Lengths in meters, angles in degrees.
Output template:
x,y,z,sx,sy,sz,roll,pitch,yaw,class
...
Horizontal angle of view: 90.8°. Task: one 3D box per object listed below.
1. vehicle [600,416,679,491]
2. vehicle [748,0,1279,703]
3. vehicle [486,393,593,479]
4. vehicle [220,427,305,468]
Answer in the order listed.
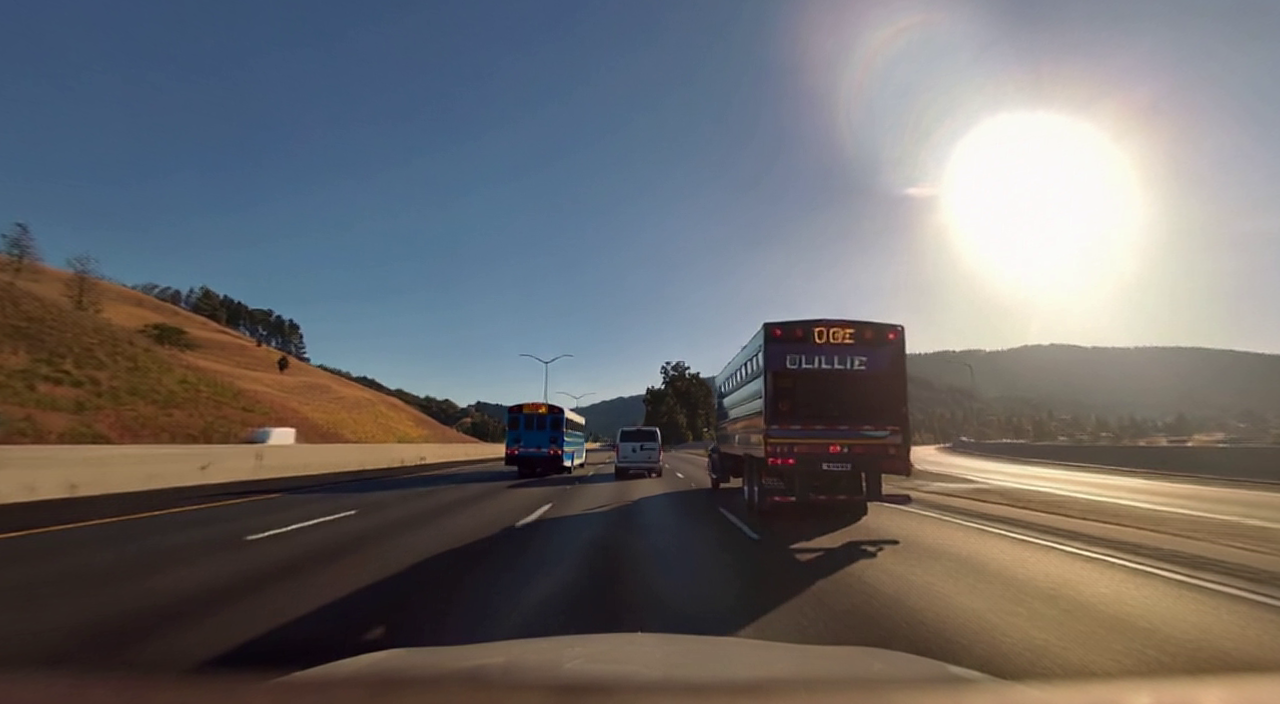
x,y,z,sx,sy,sz,roll,pitch,yaw,class
-0.080,2.943,18.520,2.037,1.929,4.343,0,-8,-2,vehicle
4.007,0.325,7.443,3.006,4.101,13.245,0,-8,-1,vehicle
-3.824,3.548,26.258,2.947,3.009,7.991,0,-8,1,vehicle
-25.544,6.490,43.035,2.352,2.526,5.568,0,-8,0,vehicle
